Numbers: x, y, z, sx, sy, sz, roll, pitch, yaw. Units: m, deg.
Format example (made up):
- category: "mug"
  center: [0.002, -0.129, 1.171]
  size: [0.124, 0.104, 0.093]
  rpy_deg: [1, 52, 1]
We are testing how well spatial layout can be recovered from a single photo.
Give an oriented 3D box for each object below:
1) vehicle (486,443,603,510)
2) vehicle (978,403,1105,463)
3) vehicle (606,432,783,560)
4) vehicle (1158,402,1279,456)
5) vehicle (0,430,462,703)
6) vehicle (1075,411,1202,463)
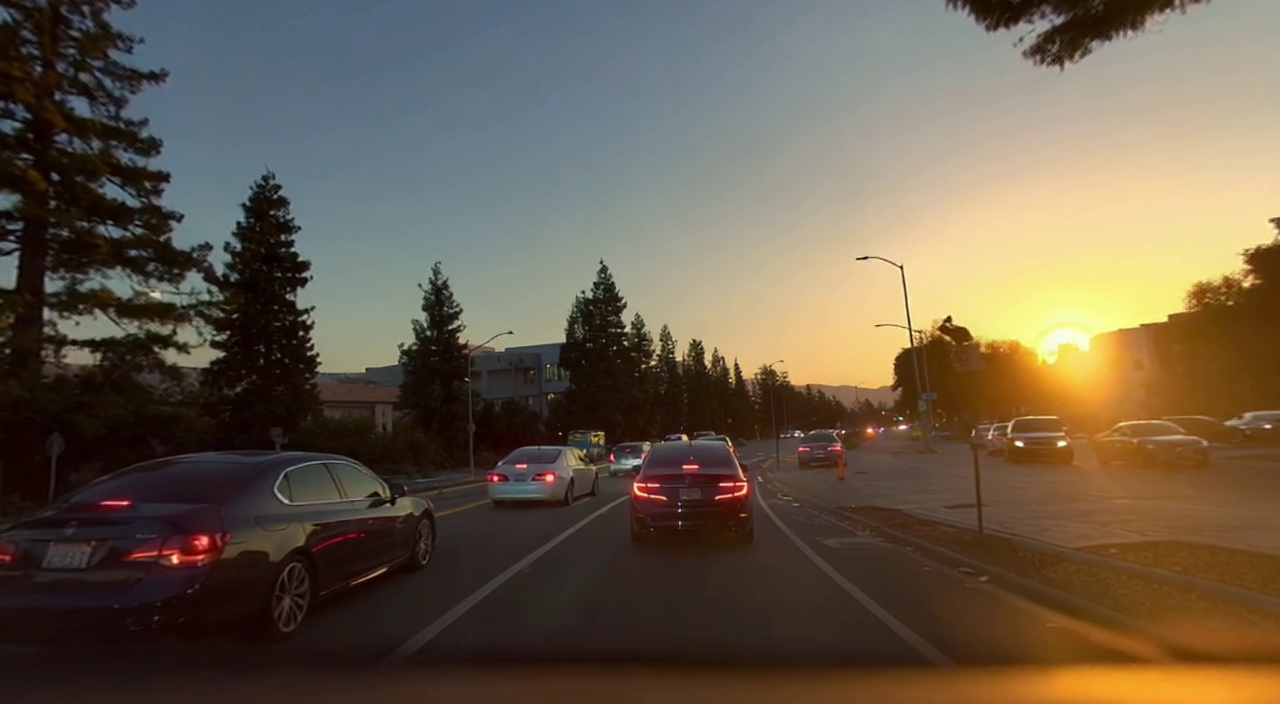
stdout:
- category: "vehicle"
  center: [-2.282, 3.121, 16.291]
  size: [1.870, 1.490, 4.187]
  rpy_deg: [-1, -9, 8]
- category: "vehicle"
  center: [14.271, 2.984, 22.759]
  size: [2.288, 1.933, 4.612]
  rpy_deg: [-2, -9, 12]
- category: "vehicle"
  center: [0.815, 2.064, 9.794]
  size: [2.142, 1.528, 4.133]
  rpy_deg: [-1, -9, 5]
- category: "vehicle"
  center: [20.251, 2.673, 21.723]
  size: [1.902, 1.529, 3.937]
  rpy_deg: [-8, -9, 12]
- category: "vehicle"
  center: [-3.232, 1.498, 5.458]
  size: [1.940, 1.502, 4.241]
  rpy_deg: [-1, -9, 3]
- category: "vehicle"
  center: [17.427, 3.009, 22.285]
  size: [1.803, 1.518, 3.893]
  rpy_deg: [-7, -9, 12]
